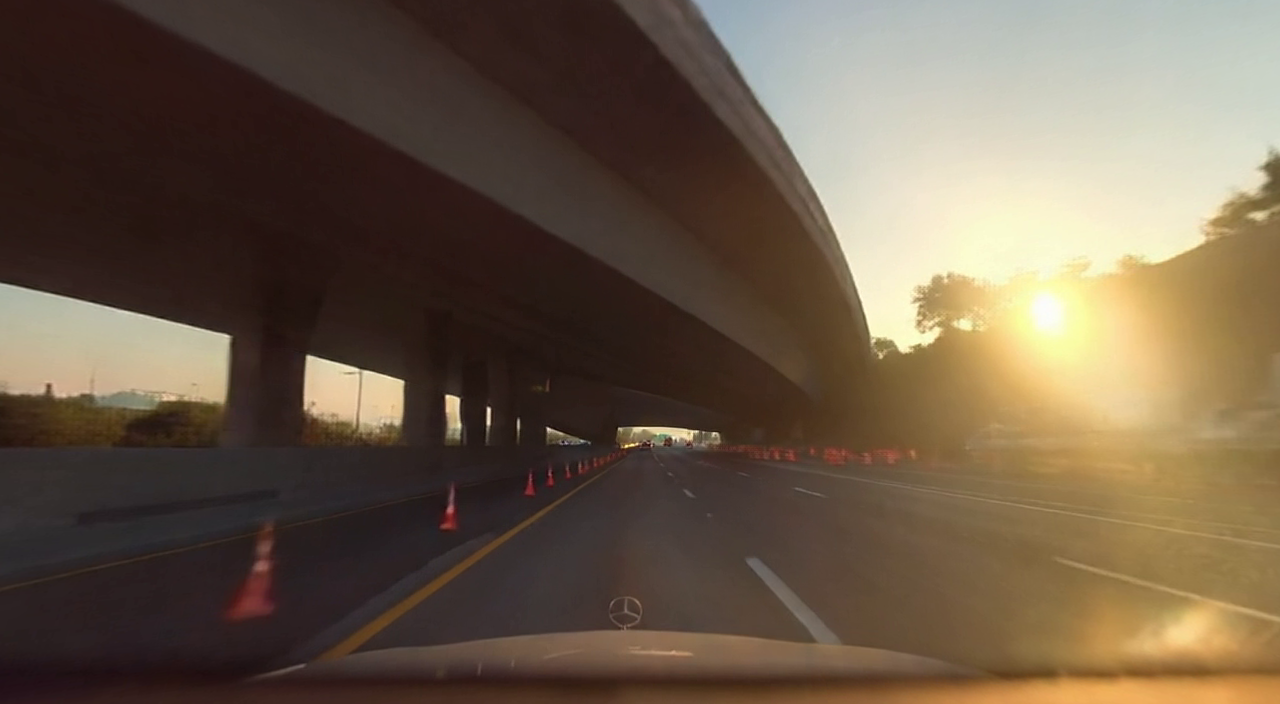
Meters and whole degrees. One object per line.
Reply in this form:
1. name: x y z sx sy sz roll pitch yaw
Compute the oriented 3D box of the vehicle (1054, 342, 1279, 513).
1. vehicle: 13.142 1.642 13.731 2.905 3.106 7.417 -3 -8 -1
